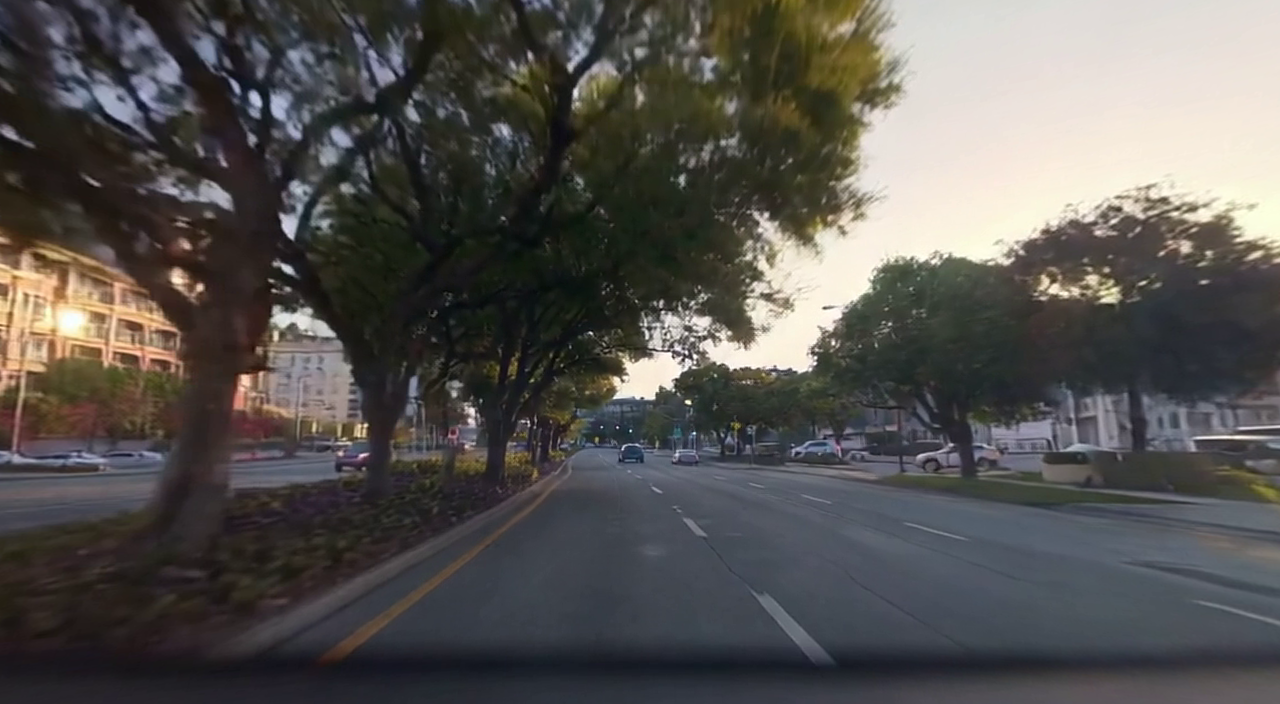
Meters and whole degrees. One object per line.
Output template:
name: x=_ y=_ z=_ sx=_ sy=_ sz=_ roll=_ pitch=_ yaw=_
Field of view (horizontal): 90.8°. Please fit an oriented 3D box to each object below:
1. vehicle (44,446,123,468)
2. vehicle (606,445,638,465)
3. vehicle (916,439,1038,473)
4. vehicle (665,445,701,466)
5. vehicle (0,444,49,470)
vehicle: x=-42.558 y=8.022 z=48.470 sx=1.904 sy=1.573 sz=4.827 roll=1 pitch=-9 yaw=-5
vehicle: x=-1.461 y=8.043 z=49.690 sx=2.020 sy=1.479 sz=4.650 roll=1 pitch=-9 yaw=-8
vehicle: x=15.690 y=4.850 z=29.546 sx=4.648 sy=1.510 sz=1.891 roll=0 pitch=-9 yaw=-5
vehicle: x=3.134 y=7.659 z=46.802 sx=1.932 sy=1.439 sz=4.159 roll=1 pitch=-9 yaw=-7
vehicle: x=-41.820 y=6.880 z=41.454 sx=1.869 sy=1.599 sz=4.572 roll=1 pitch=-9 yaw=-6
